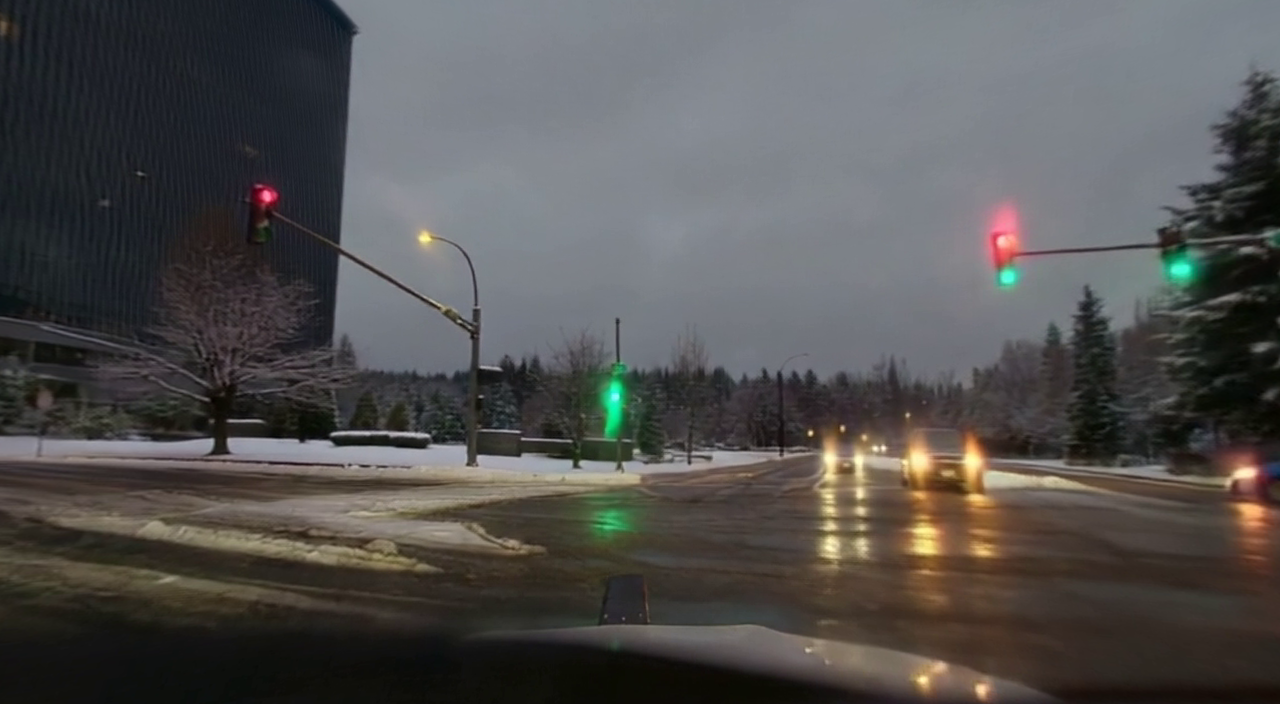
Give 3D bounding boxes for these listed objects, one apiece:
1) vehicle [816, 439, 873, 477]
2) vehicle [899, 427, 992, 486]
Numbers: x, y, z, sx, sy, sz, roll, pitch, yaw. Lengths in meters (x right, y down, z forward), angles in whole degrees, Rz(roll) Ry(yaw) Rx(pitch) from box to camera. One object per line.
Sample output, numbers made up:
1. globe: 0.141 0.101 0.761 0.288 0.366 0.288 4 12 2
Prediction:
1. vehicle: 9.053 4.585 27.548 2.068 1.486 4.664 -3 -9 21
2. vehicle: 9.890 3.401 20.705 2.018 1.699 4.751 -3 -9 18
